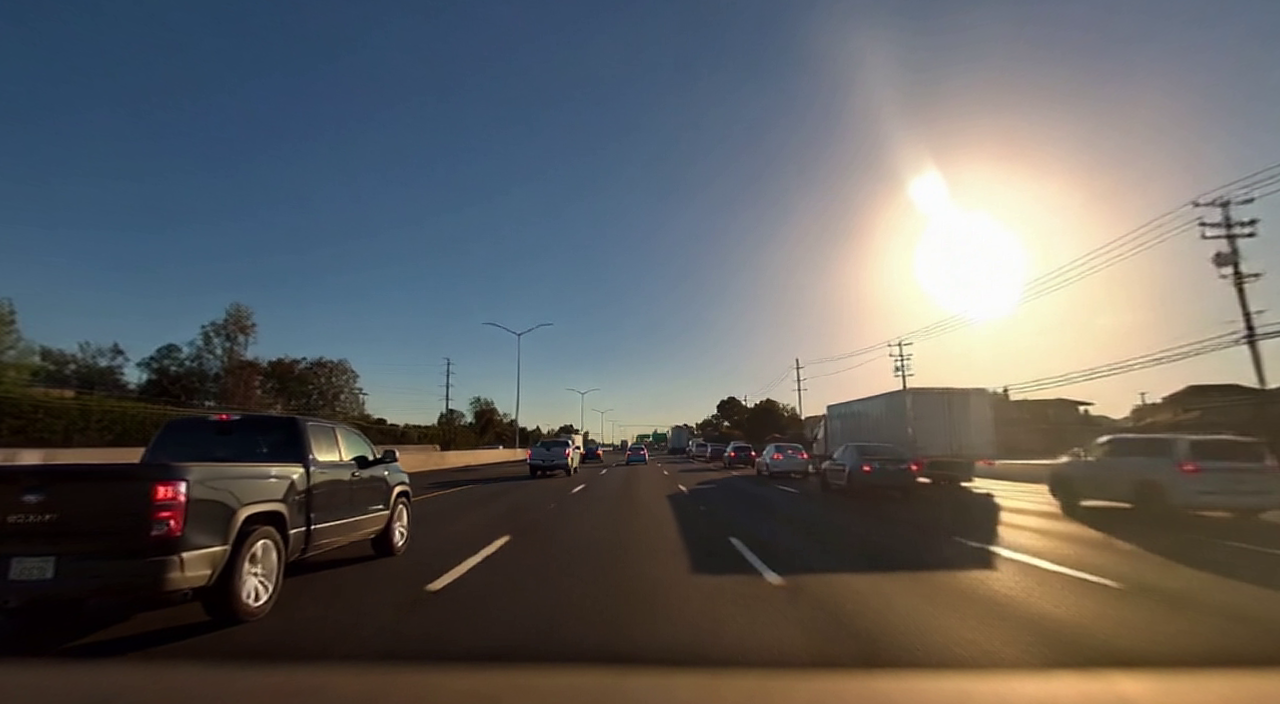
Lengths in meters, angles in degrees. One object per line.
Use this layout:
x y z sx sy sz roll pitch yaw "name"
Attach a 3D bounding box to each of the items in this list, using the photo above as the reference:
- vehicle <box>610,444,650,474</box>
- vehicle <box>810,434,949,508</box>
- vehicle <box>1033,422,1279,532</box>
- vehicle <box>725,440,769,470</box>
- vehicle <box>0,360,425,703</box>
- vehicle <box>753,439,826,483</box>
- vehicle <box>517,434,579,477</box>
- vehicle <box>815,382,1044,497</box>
-0.496 5.817 34.632 2.060 1.508 4.308 0 -8 0 "vehicle"
5.755 2.891 15.775 1.956 1.576 4.211 0 -8 2 "vehicle"
10.494 2.371 12.634 2.046 1.754 4.862 0 -8 0 "vehicle"
6.503 6.265 38.597 1.977 1.705 4.078 0 -8 0 "vehicle"
-3.573 1.197 4.978 2.127 1.705 4.374 0 -8 1 "vehicle"
6.061 4.435 26.015 1.989 1.642 4.082 0 -8 0 "vehicle"
-4.195 4.817 29.557 2.147 1.825 4.602 0 -8 1 "vehicle"
10.293 3.476 24.829 3.442 3.405 11.948 0 -8 0 "vehicle"
